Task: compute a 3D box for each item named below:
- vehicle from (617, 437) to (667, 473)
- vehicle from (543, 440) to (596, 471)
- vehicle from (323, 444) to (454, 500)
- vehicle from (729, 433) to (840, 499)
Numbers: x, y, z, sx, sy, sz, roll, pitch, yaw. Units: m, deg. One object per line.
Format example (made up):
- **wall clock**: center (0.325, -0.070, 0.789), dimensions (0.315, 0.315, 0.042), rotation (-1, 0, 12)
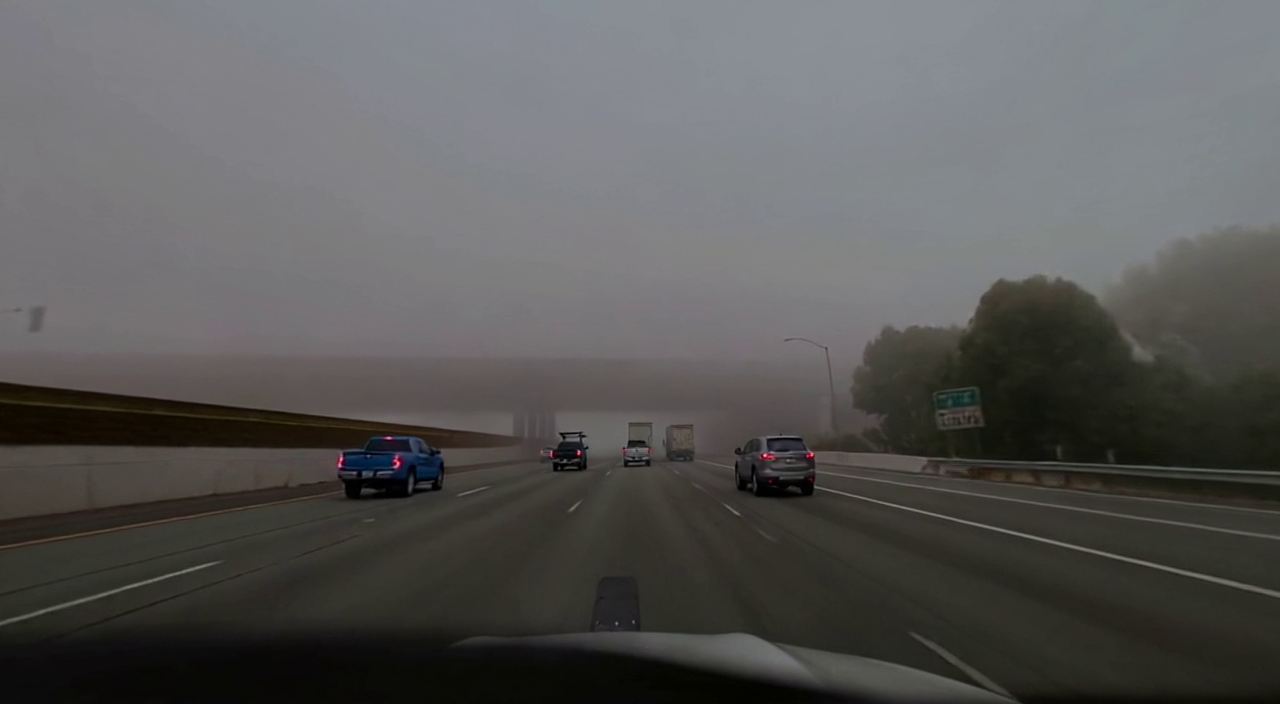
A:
- **vehicle**: center (0.089, 5.776, 35.686), dimensions (2.572, 1.837, 5.693), rotation (0, -9, 0)
- **vehicle**: center (-4.084, 6.112, 37.595), dimensions (2.535, 1.715, 5.030), rotation (0, -9, 0)
- **vehicle**: center (-7.204, 3.458, 18.682), dimensions (1.947, 1.444, 4.595), rotation (0, -9, 0)
- **vehicle**: center (3.944, 3.184, 18.027), dimensions (2.119, 1.653, 4.000), rotation (0, -9, -1)
